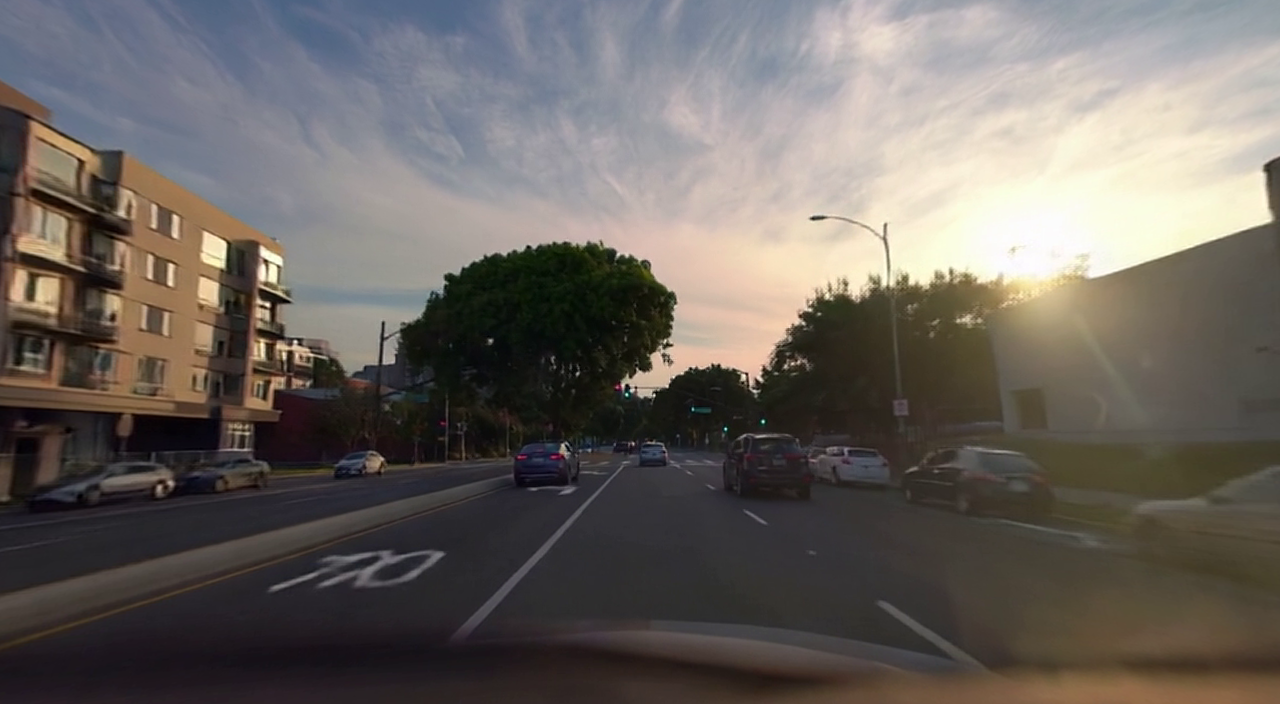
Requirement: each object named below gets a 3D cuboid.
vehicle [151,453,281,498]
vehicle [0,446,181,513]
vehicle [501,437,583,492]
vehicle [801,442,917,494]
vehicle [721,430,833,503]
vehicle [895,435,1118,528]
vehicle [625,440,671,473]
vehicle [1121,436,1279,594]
[{"bbox_3d":[-16.677,4.841,25.159,1.919,1.469,4.719,-2,-8,1],"label":"vehicle"},{"bbox_3d":[-16.991,3.888,19.751,2.001,1.760,4.329,-2,-8,-1],"label":"vehicle"},{"bbox_3d":[-2.975,3.496,19.957,1.860,1.510,4.073,-1,-8,1],"label":"vehicle"},{"bbox_3d":[6.963,3.709,20.705,1.920,1.473,4.898,0,-8,-2],"label":"vehicle"},{"bbox_3d":[3.377,2.898,16.362,1.987,1.637,3.896,0,-8,0],"label":"vehicle"},{"bbox_3d":[7.052,2.498,12.826,1.898,1.524,4.439,-1,-8,1],"label":"vehicle"},{"bbox_3d":[0.367,5.047,30.617,2.103,1.468,4.094,0,-8,0],"label":"vehicle"},{"bbox_3d":[6.944,1.435,5.328,1.908,1.467,4.837,0,-8,0],"label":"vehicle"}]
